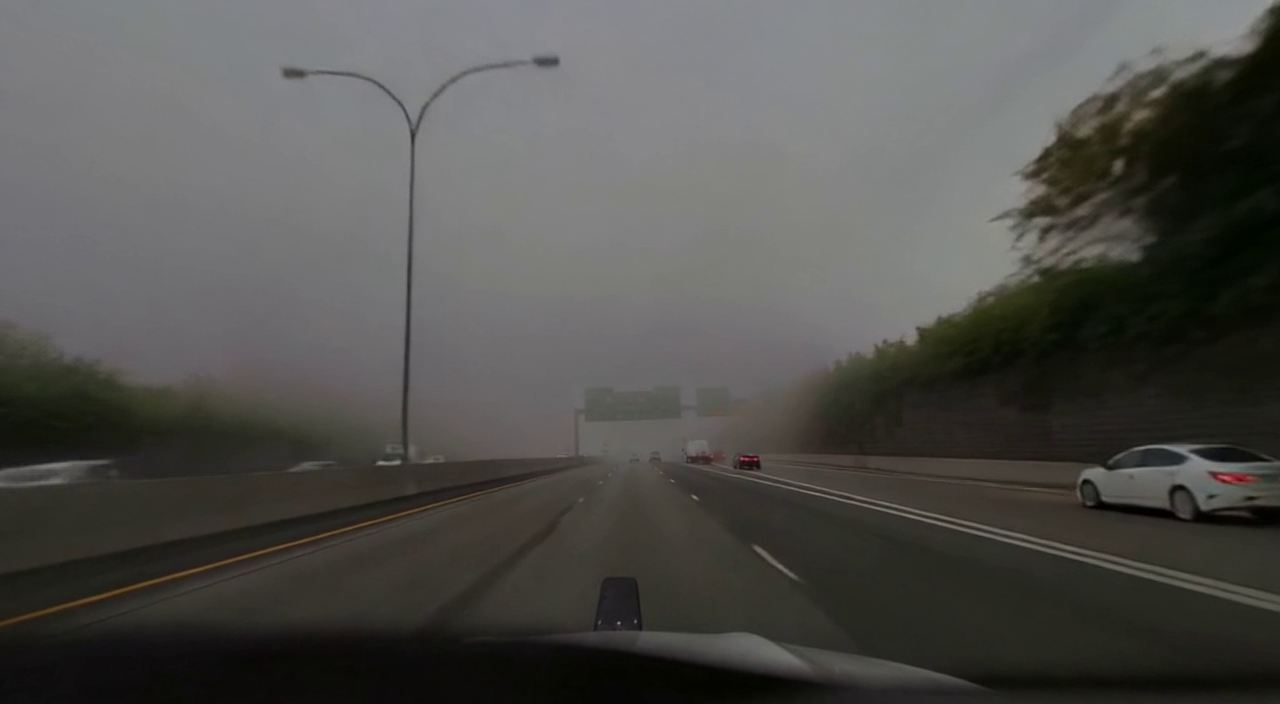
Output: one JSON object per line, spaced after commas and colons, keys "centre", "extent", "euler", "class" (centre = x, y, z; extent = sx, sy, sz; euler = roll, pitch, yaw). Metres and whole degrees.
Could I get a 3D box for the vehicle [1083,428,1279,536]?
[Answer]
{"centre": [10.740, 2.249, 11.348], "extent": [1.950, 1.632, 4.845], "euler": [0, -9, 1], "class": "vehicle"}
